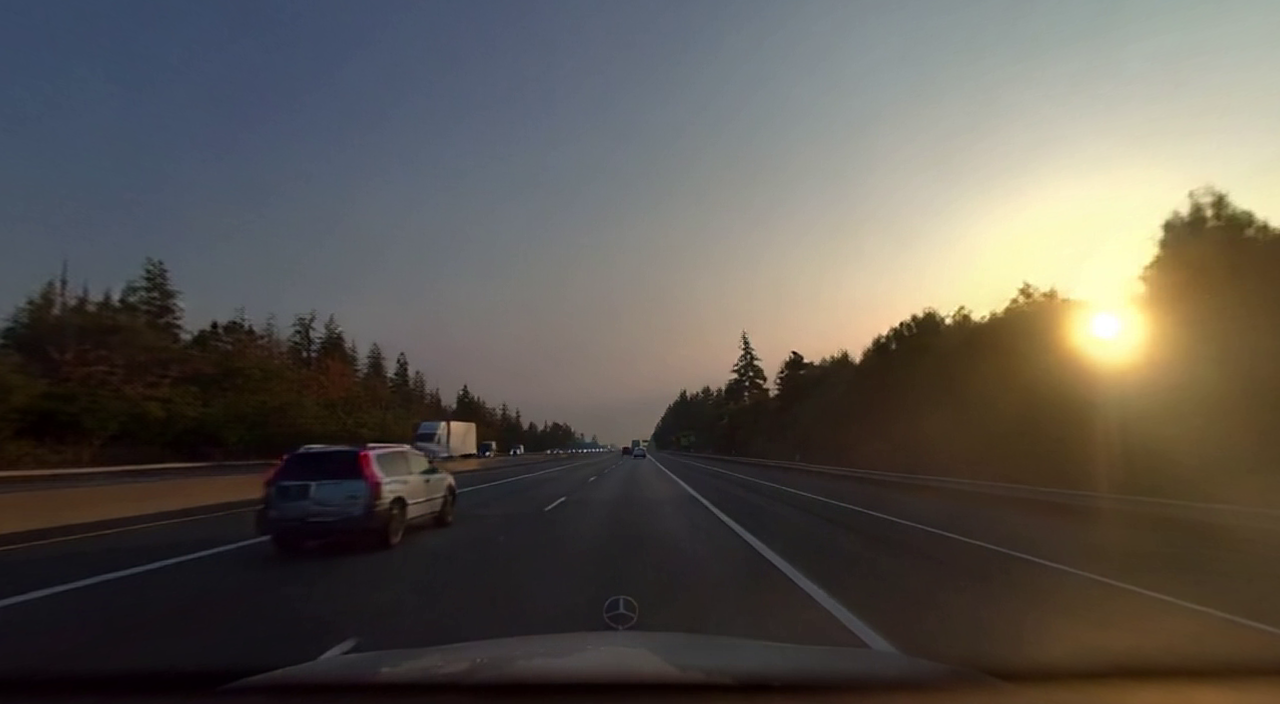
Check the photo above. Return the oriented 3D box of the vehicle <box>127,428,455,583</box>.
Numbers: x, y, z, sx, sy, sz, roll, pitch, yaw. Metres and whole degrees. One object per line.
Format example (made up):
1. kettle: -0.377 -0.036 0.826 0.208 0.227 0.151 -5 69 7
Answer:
1. vehicle: -4.009 1.803 8.165 1.933 1.497 3.973 0 -9 0
